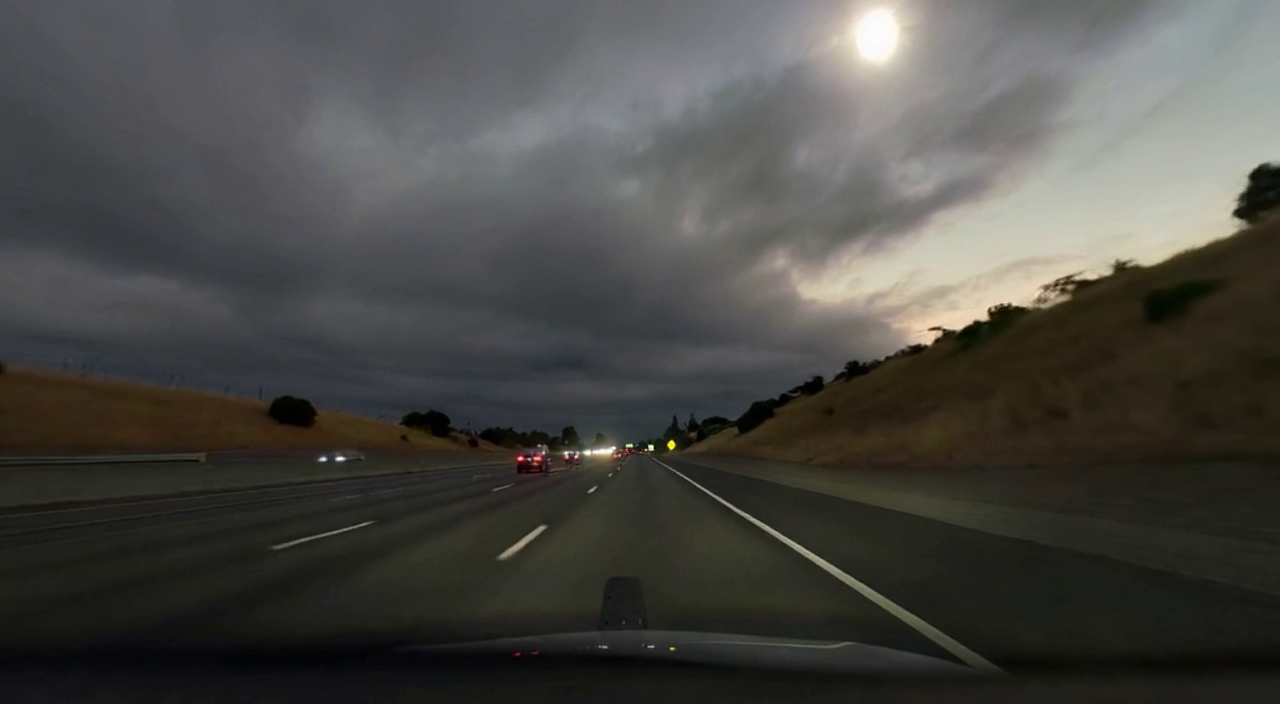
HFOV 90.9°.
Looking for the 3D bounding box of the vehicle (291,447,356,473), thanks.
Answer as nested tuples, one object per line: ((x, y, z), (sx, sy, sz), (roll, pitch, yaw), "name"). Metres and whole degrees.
((-18.577, 6.348, 37.187), (1.762, 1.447, 4.009), (0, -9, 0), "vehicle")

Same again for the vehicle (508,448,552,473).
((-7.075, 7.018, 40.907), (2.015, 1.483, 4.626), (0, -9, 0), "vehicle")
